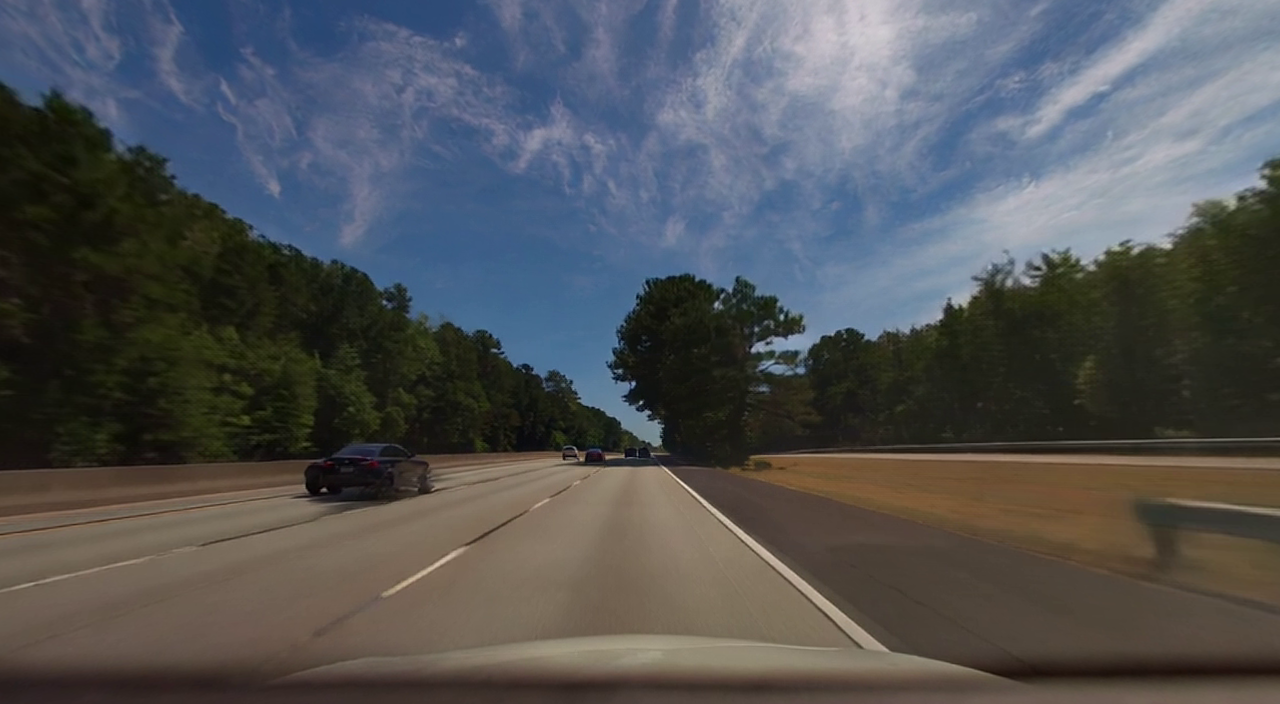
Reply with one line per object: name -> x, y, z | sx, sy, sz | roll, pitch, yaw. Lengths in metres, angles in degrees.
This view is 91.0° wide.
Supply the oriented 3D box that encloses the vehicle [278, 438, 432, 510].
vehicle -> -7.186, 3.094, 16.449 | 2.007, 1.616, 4.141 | 0, -9, 1
